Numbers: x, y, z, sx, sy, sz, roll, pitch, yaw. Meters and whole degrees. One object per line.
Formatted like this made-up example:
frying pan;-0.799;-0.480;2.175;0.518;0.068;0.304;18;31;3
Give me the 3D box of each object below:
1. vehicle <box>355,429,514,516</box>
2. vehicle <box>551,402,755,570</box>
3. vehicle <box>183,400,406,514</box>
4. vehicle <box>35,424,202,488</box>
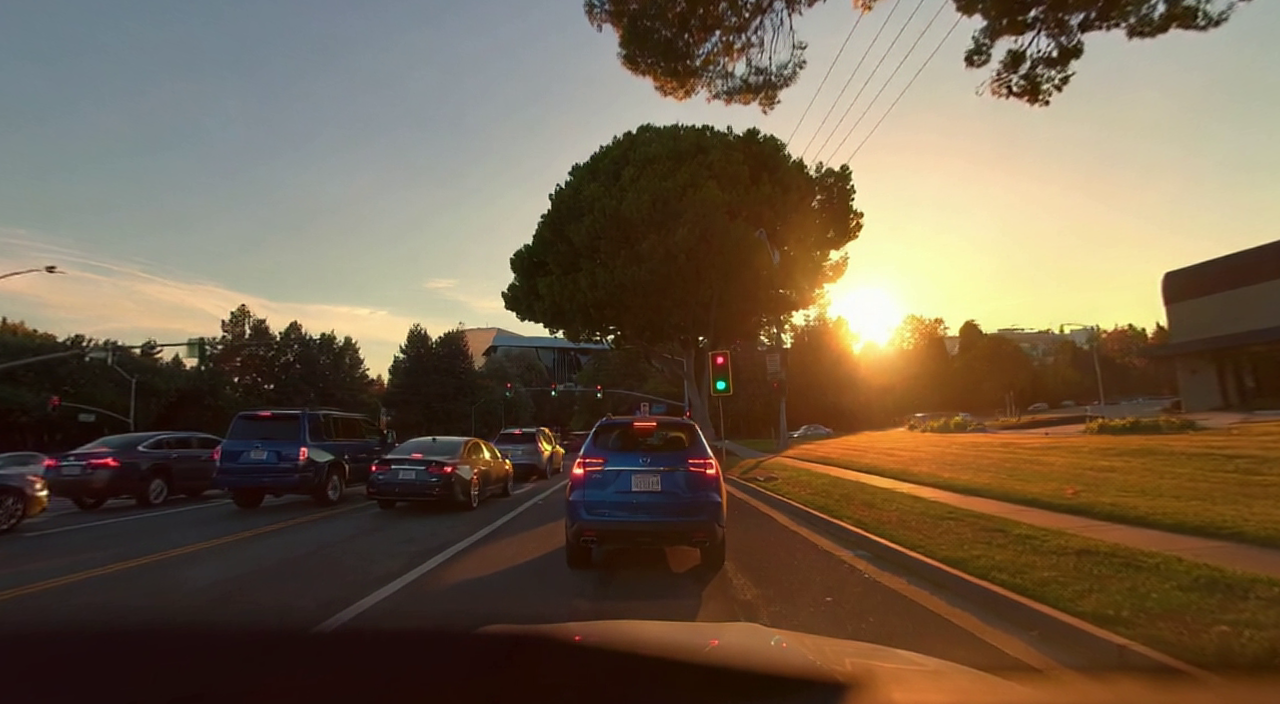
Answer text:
vehicle;-4.080;2.464;13.396;1.942;1.523;4.212;0;-9;0
vehicle;0.106;1.674;8.573;2.055;1.681;4.270;0;-9;-1
vehicle;-7.390;2.341;14.398;2.195;2.093;5.185;0;-9;-1
vehicle;-17.677;3.548;21.770;2.136;1.976;4.342;0;-9;-4
